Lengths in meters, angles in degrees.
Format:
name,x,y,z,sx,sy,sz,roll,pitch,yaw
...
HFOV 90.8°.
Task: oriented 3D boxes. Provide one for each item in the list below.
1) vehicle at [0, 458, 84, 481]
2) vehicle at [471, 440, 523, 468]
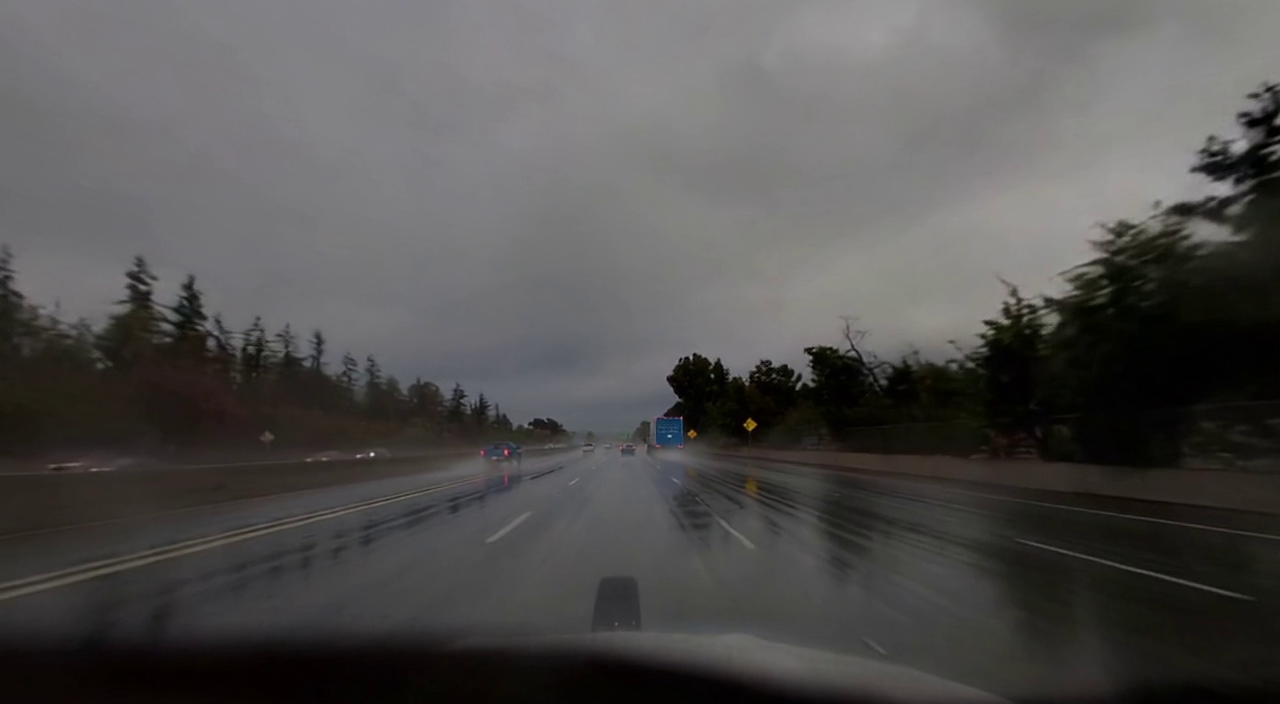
name,x,y,z,sx,sy,sz,roll,pitch,yaw
vehicle,-44.845,8.827,47.548,1.869,1.517,4.593,0,-9,-1
vehicle,-8.216,5.911,36.749,2.033,1.494,4.508,0,-9,0
